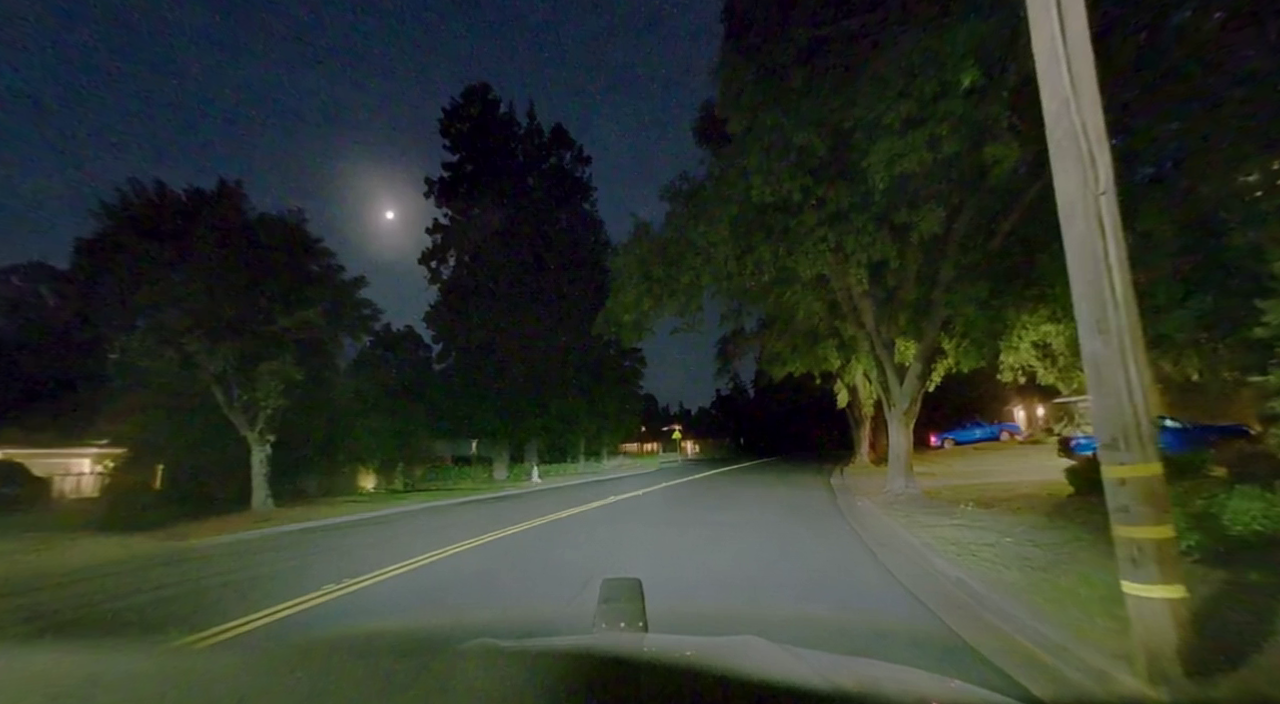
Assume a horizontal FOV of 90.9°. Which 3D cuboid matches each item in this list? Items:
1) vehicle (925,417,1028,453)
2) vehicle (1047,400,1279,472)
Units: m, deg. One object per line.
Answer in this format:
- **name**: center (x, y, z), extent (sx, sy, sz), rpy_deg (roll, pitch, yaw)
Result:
- **vehicle**: center (22.315, 5.600, 42.046), extent (5.704, 1.788, 2.095), rpy_deg (-9, -14, 24)
- **vehicle**: center (14.324, 2.384, 17.448), extent (4.644, 1.441, 2.074), rpy_deg (-9, -11, 21)
